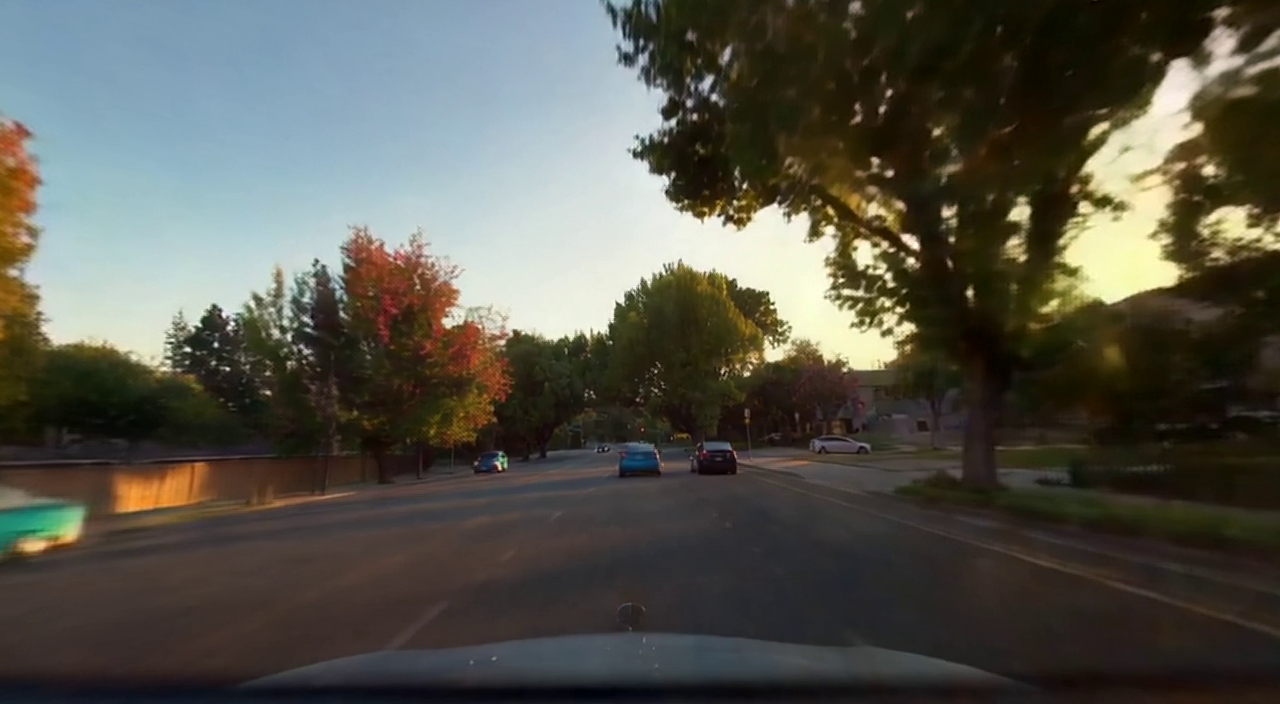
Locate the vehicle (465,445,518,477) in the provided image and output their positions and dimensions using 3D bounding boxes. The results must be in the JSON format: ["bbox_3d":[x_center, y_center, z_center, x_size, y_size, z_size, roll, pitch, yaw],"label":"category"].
[{"bbox_3d":[-9.369,6.911,40.156,2.101,1.703,4.481,-6,-8,1],"label":"vehicle"}]

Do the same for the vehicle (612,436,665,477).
[{"bbox_3d":[-0.079,4.618,28.086,2.200,1.653,4.127,0,-8,0],"label":"vehicle"}]

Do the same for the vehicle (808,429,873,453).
[{"bbox_3d":[15.439,6.900,48.683,4.378,1.754,2.007,1,-9,1],"label":"vehicle"}]

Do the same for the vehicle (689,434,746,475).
[{"bbox_3d":[3.490,4.697,29.140,2.024,1.711,4.512,0,-8,-1],"label":"vehicle"}]
